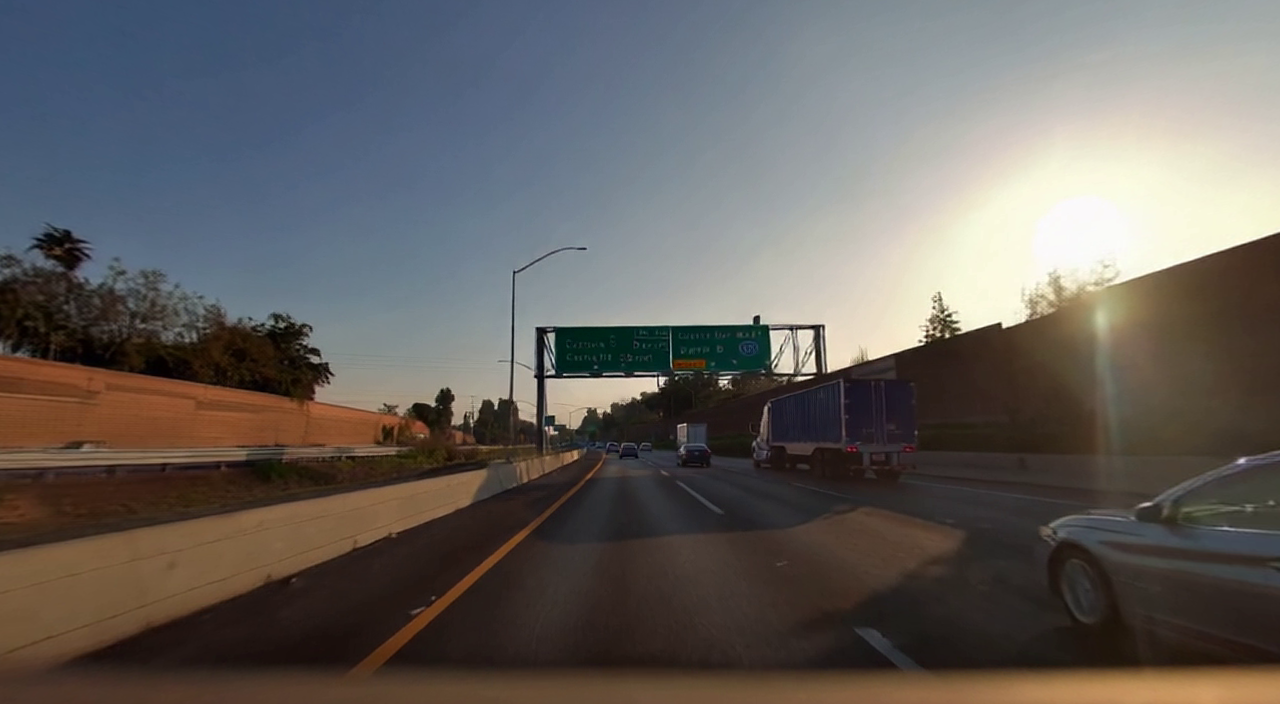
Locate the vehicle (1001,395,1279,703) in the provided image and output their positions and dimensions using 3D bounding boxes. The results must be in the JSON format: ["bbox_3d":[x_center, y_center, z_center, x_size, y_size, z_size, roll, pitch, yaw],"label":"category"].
[{"bbox_3d":[3.509,0.873,2.267,1.922,1.465,4.165,0,-8,-1],"label":"vehicle"}]

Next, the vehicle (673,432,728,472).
[{"bbox_3d":[2.959,5.061,32.065,2.114,1.849,4.692,0,-8,-3],"label":"vehicle"}]

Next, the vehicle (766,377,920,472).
[{"bbox_3d":[10.420,4.295,35.358,2.914,4.134,15.553,0,-8,-2],"label":"vehicle"}]

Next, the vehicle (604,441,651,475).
[{"bbox_3d":[-0.619,4.951,29.746,2.083,1.477,3.965,0,-8,-2],"label":"vehicle"}]
